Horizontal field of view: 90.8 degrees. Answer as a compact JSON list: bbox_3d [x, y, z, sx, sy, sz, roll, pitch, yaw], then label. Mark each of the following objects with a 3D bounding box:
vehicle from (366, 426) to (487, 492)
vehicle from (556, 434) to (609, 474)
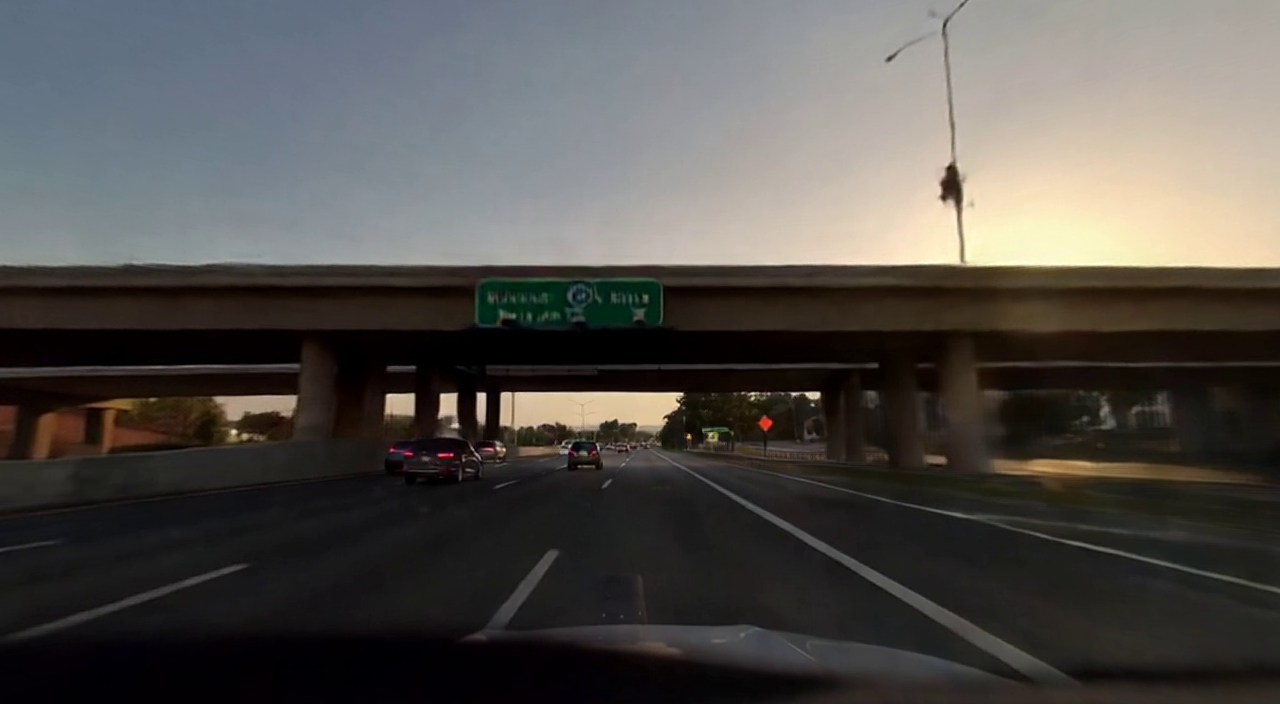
[{"bbox_3d":[-6.396,3.278,19.618,2.015,1.762,4.790,0,-8,1],"label":"vehicle"},{"bbox_3d":[-2.601,4.757,29.603,2.027,1.697,4.307,0,-8,0],"label":"vehicle"}]
